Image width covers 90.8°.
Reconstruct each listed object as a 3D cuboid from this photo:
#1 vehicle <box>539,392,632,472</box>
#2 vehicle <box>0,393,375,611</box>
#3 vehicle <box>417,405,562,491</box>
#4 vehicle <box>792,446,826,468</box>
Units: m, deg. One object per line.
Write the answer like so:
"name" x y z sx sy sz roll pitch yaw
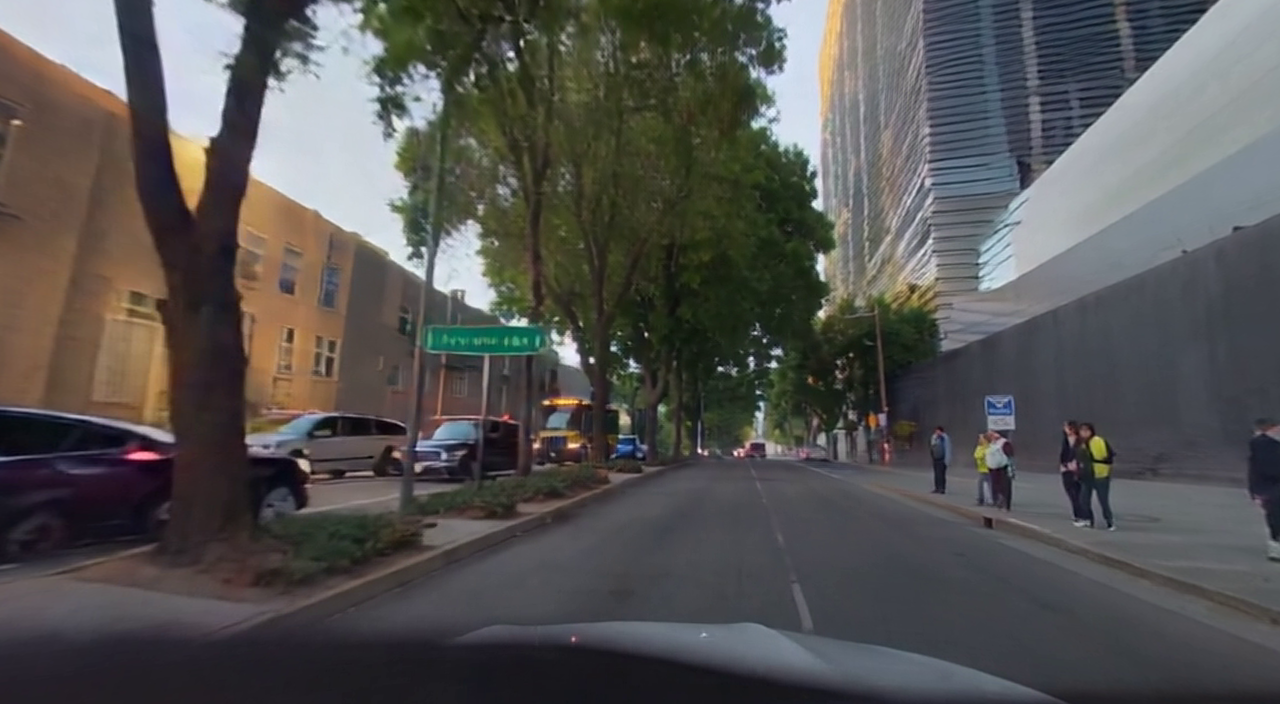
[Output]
"vehicle" -1.913 3.158 24.543 2.268 2.708 5.699 -1 -8 9
"vehicle" -4.980 1.366 6.614 1.826 1.488 4.628 -2 -8 9
"vehicle" -3.613 2.455 16.283 1.988 1.855 4.599 -1 -8 9
"vehicle" 12.926 8.018 48.409 1.888 1.536 4.381 -1 -8 7
